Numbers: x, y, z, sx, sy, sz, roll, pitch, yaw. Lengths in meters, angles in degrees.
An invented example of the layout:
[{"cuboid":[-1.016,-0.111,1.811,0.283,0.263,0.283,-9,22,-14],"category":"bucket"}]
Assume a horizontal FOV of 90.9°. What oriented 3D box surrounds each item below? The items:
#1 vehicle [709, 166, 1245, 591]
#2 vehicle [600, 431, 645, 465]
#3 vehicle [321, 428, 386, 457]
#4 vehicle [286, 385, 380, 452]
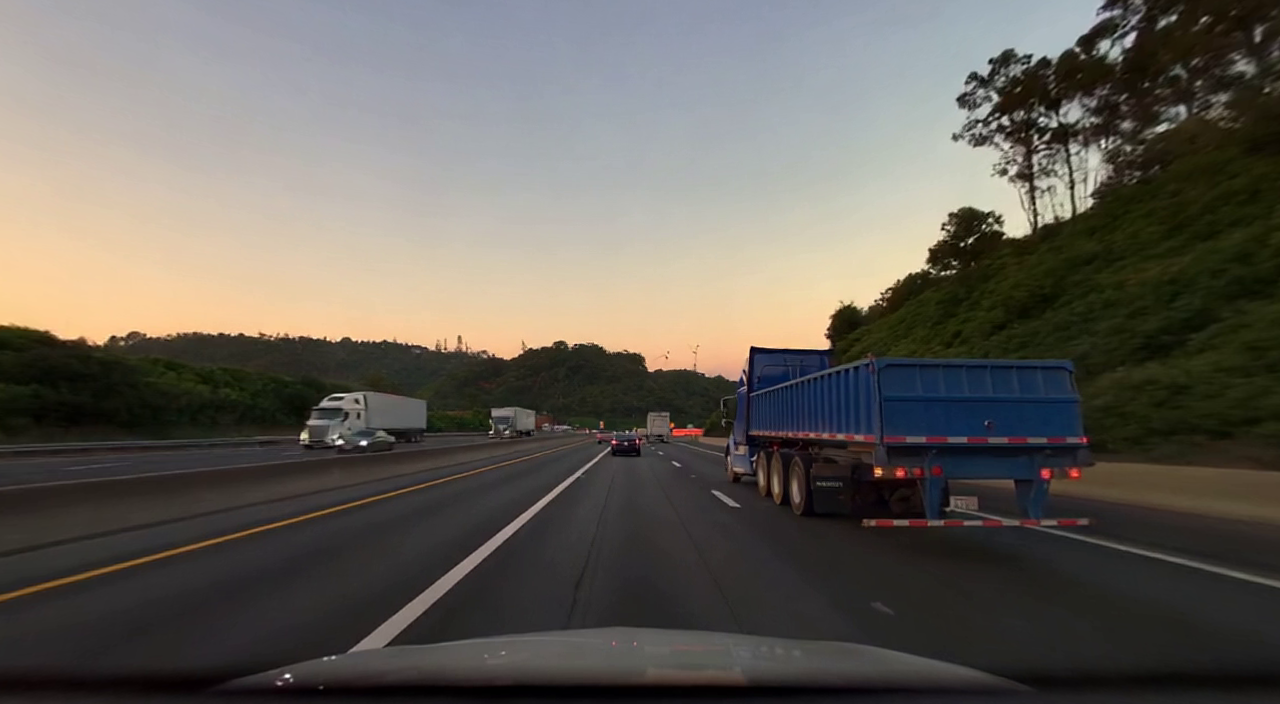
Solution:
[{"cuboid":[3.405,0.862,10.809,2.919,3.634,10.888,0,-8,-1],"category":"vehicle"},{"cuboid":[-0.808,4.401,29.173,1.929,1.469,3.677,0,-8,-1],"category":"vehicle"},{"cuboid":[-15.527,4.899,34.386,1.788,1.475,3.811,0,-8,-1],"category":"vehicle"},{"cuboid":[-19.614,4.364,40.734,3.014,3.985,5.892,0,-8,-1],"category":"vehicle"}]
